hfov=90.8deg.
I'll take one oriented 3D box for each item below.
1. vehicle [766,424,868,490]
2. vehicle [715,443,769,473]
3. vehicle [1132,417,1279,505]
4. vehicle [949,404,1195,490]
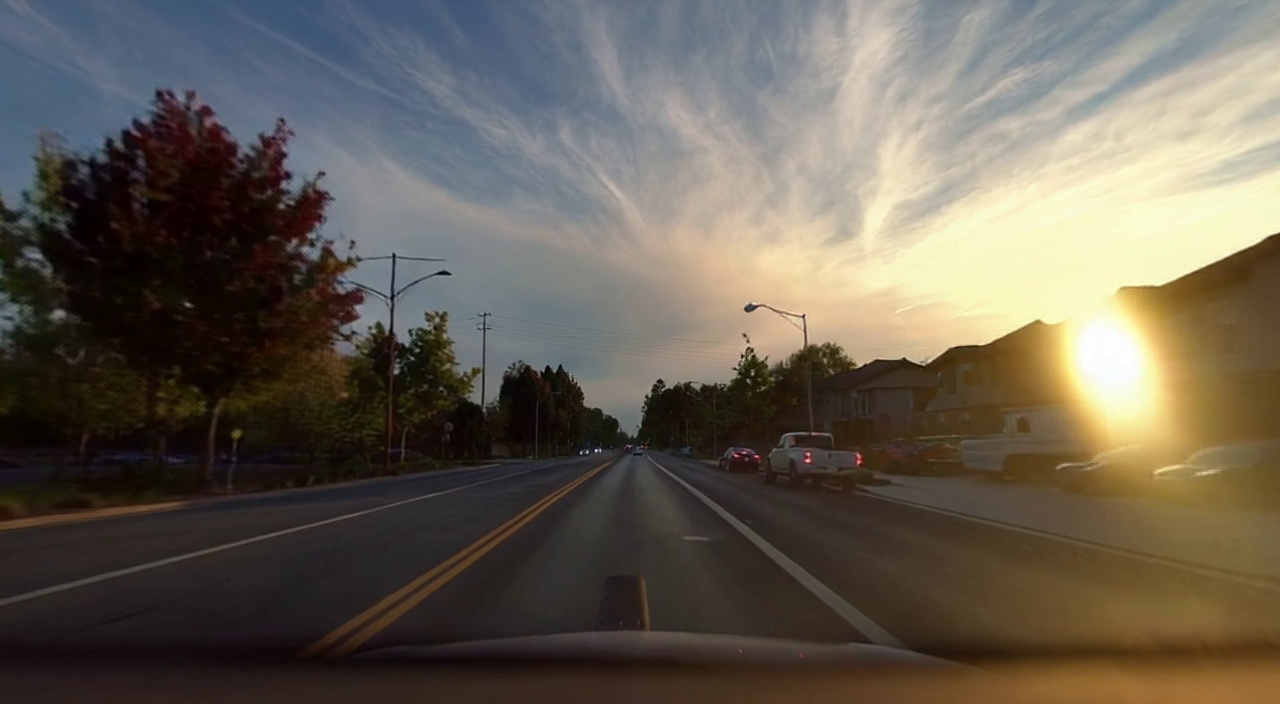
[{"bbox_3d":[6.348,3.850,23.506,2.275,2.132,5.726,0,-9,2],"label":"vehicle"},{"bbox_3d":[5.994,6.307,37.704,2.282,1.566,4.705,-1,-9,-2],"label":"vehicle"},{"bbox_3d":[14.374,2.435,14.296,4.637,1.842,2.016,-1,-9,2],"label":"vehicle"},{"bbox_3d":[15.768,3.506,23.501,6.969,2.929,2.793,0,-8,0],"label":"vehicle"}]
